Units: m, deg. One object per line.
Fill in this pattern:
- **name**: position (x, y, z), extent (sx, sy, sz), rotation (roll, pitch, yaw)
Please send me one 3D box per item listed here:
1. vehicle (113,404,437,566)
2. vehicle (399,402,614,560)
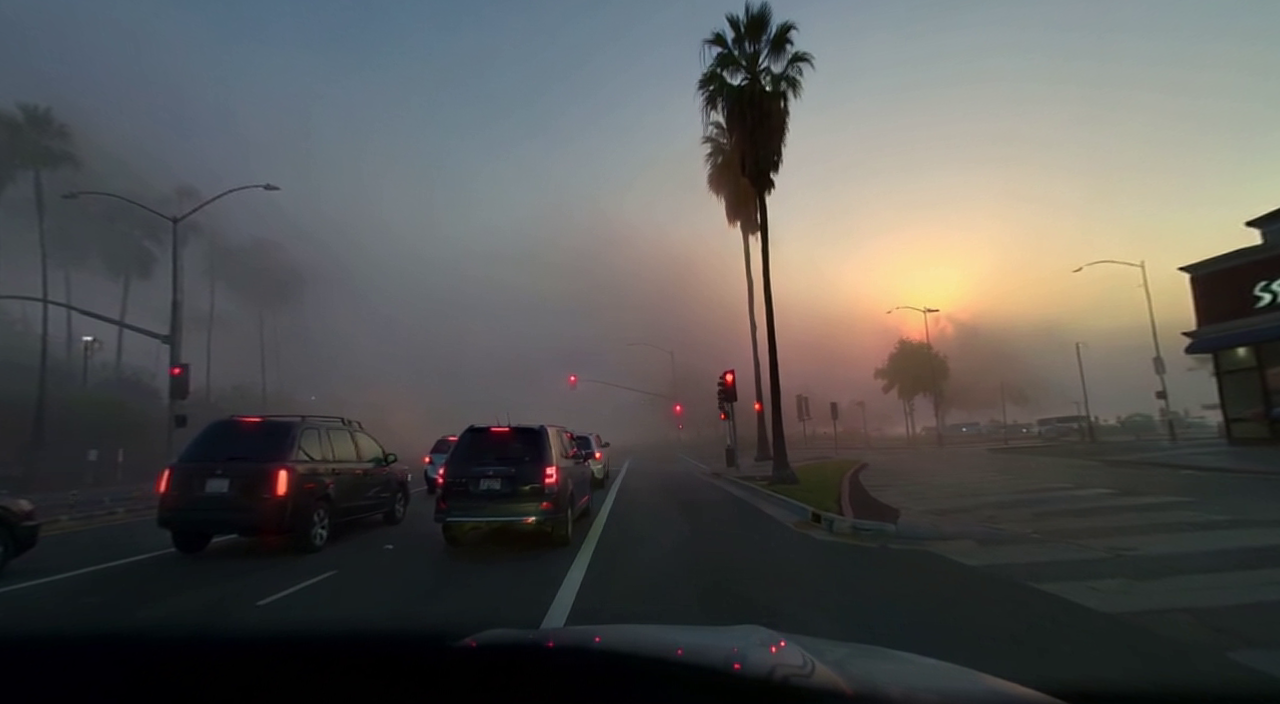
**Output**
- **vehicle**: position (-5.023, 1.903, 9.792), extent (2.025, 1.862, 4.804), rotation (0, -9, 2)
- **vehicle**: position (-1.590, 1.783, 9.336), extent (2.153, 1.759, 4.320), rotation (0, -9, 1)
